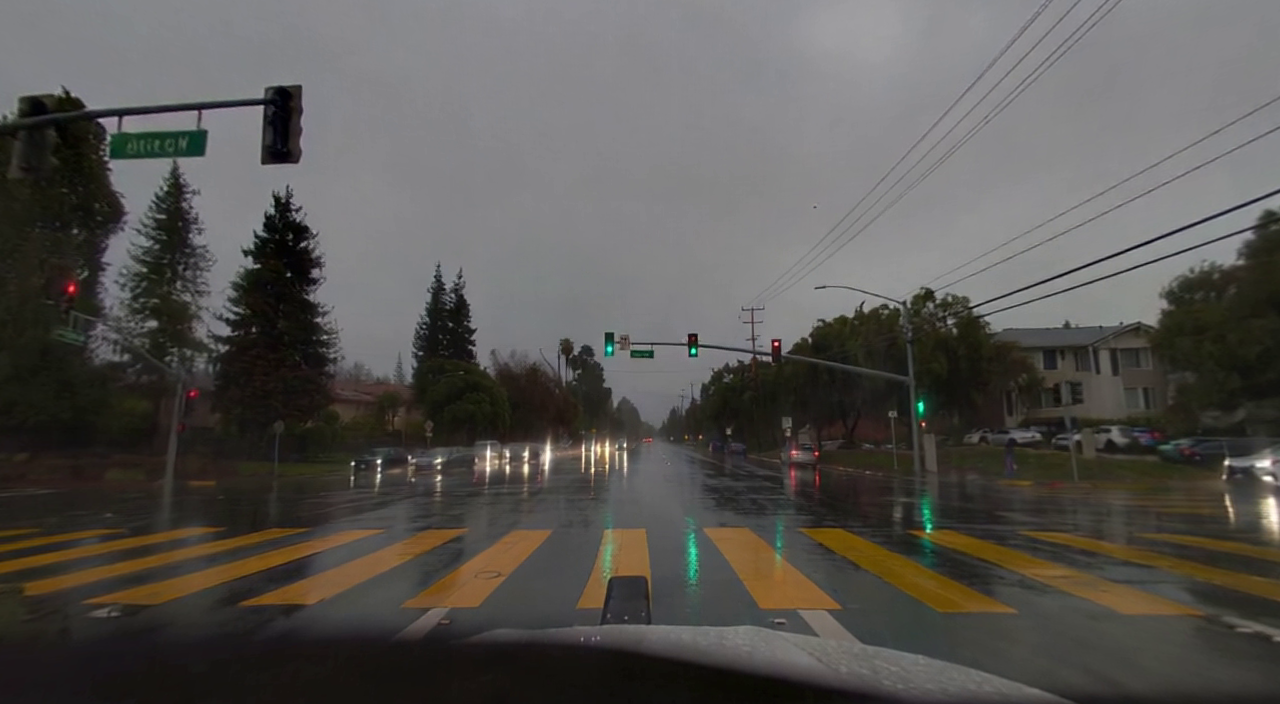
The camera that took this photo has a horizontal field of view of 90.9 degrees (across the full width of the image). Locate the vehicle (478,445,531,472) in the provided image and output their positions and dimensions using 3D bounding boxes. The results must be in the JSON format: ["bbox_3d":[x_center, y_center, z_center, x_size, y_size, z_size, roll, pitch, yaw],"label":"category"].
[{"bbox_3d":[-7.686,6.040,36.086,1.958,1.415,4.312,0,-8,2],"label":"vehicle"}]

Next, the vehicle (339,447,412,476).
[{"bbox_3d":[-14.618,6.050,35.115,2.035,1.470,4.677,0,-8,0],"label":"vehicle"}]

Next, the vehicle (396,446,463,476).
[{"bbox_3d":[-10.991,5.680,33.219,2.007,1.451,4.242,0,-8,1],"label":"vehicle"}]

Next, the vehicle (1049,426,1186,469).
[{"bbox_3d":[25.261,5.105,33.675,2.177,2.086,5.514,2,-9,-14],"label":"vehicle"}]
